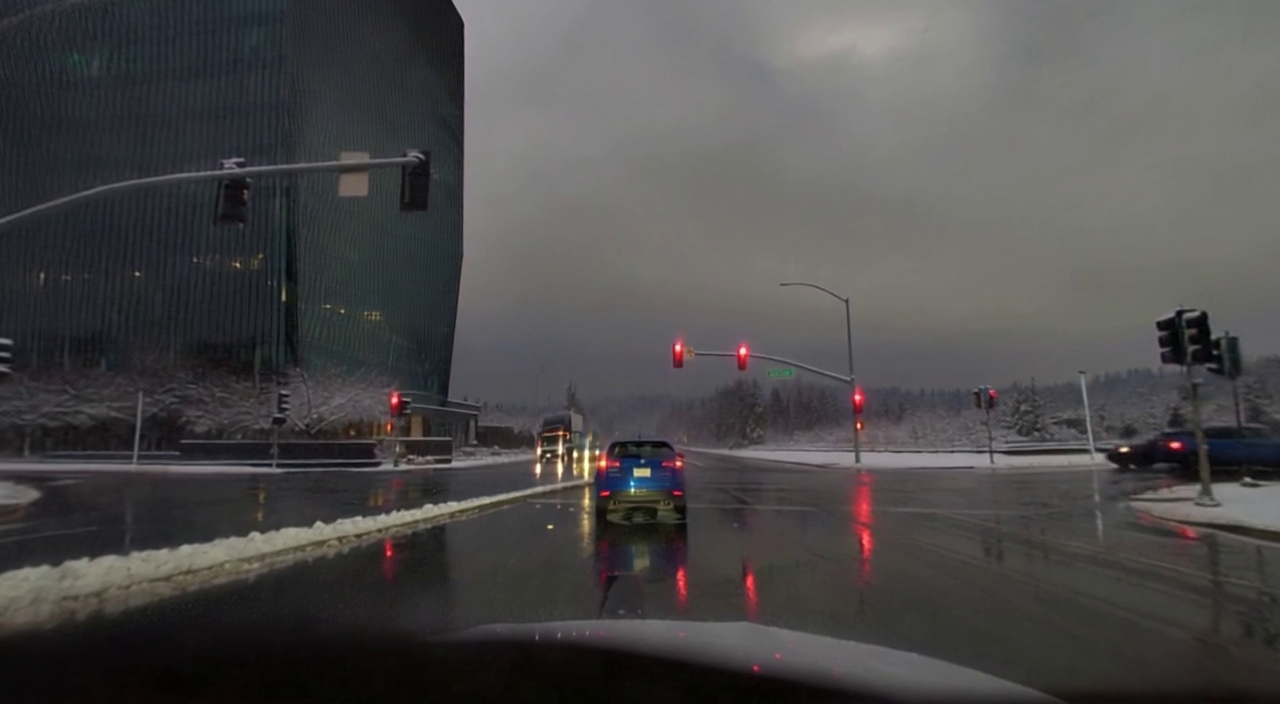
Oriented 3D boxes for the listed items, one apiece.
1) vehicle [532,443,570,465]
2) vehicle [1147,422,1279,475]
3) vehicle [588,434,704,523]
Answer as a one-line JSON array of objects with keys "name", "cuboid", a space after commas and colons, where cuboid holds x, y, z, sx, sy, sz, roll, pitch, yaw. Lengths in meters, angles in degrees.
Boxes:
[{"name": "vehicle", "cuboid": [-6.700, 7.742, 47.834, 2.113, 1.535, 4.504, 0, -9, 2]}, {"name": "vehicle", "cuboid": [21.133, 3.384, 22.099, 4.739, 1.749, 2.174, 0, -9, -1]}, {"name": "vehicle", "cuboid": [0.212, 2.524, 13.129, 2.014, 1.525, 4.197, 0, -9, 3]}]
